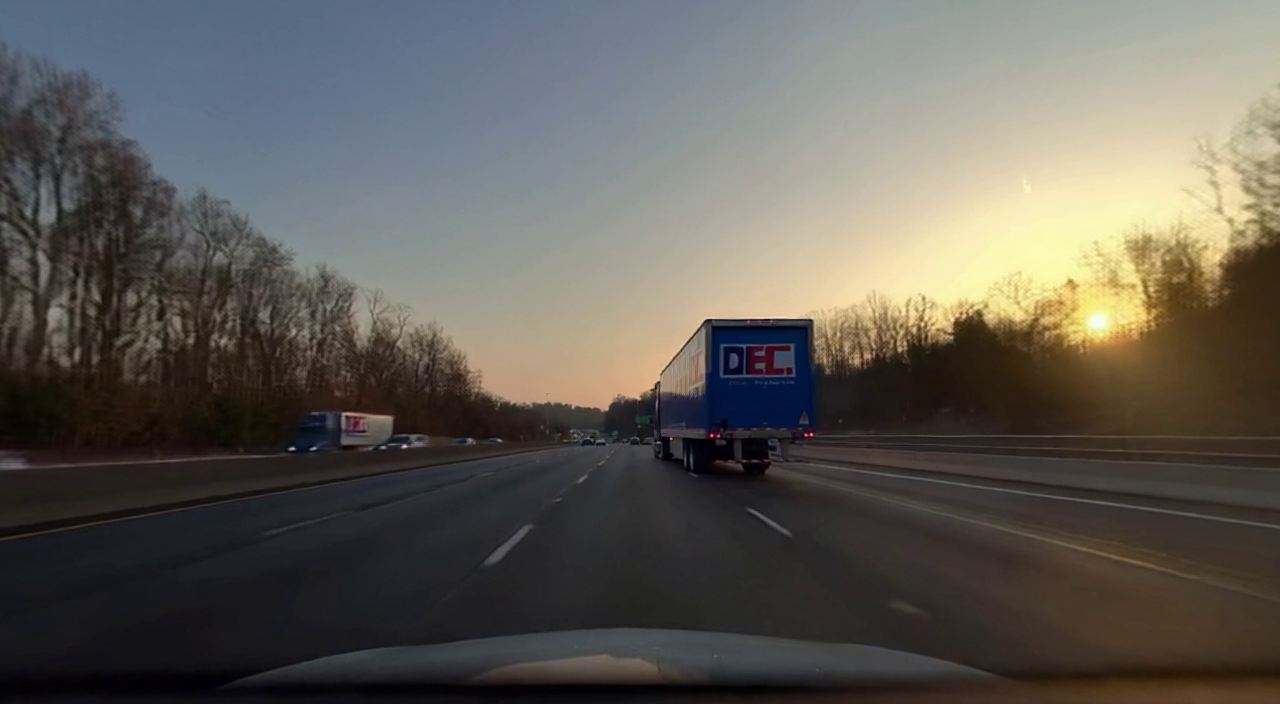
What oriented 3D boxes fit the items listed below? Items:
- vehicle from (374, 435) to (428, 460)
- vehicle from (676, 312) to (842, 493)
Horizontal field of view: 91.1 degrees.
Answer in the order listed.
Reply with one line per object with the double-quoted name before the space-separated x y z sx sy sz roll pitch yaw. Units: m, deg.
"vehicle" -17.029 6.799 45.056 2.030 1.655 4.893 0 -8 -1
"vehicle" 3.011 1.736 19.164 3.011 4.211 8.926 0 -8 -2
